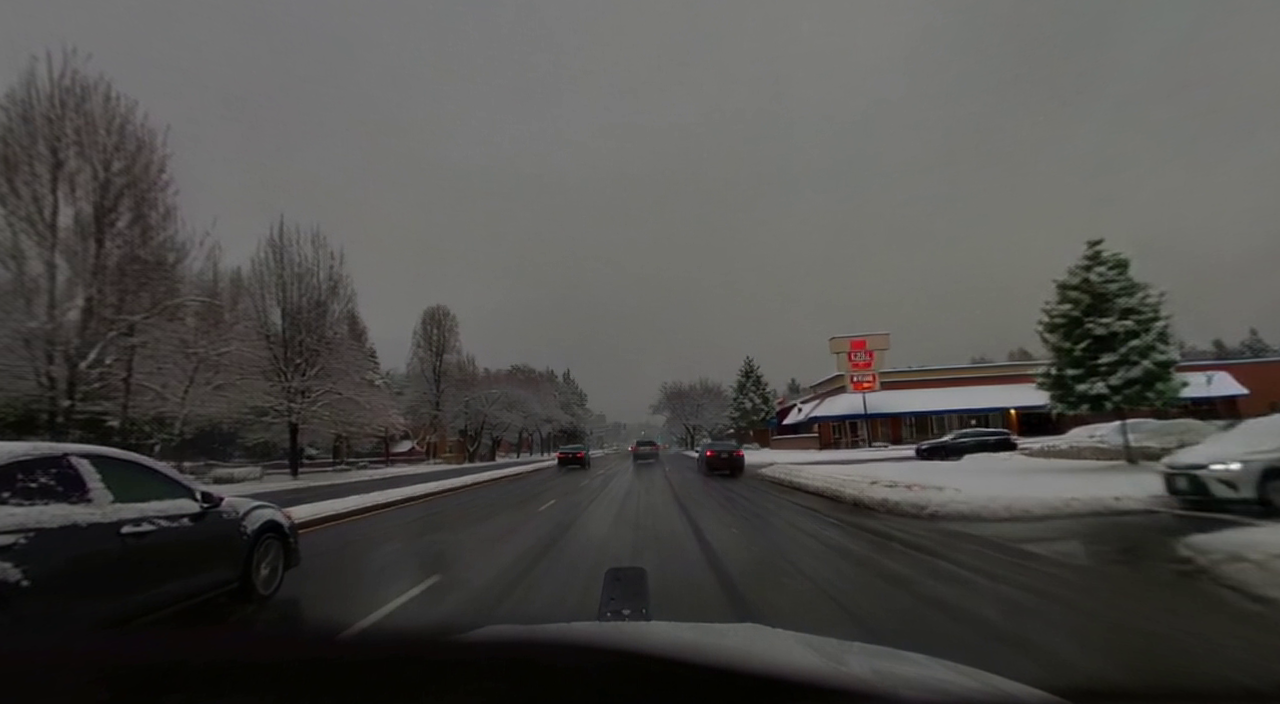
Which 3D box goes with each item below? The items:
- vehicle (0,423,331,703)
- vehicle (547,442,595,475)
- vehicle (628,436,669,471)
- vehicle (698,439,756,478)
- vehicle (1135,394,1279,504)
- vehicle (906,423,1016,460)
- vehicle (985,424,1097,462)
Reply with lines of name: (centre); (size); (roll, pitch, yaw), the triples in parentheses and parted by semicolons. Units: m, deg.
vehicle: (-4.022, 1.227, 3.940); (1.908, 1.481, 4.351); (0, -8, 1)
vehicle: (-3.636, 5.709, 33.958); (2.026, 1.665, 4.193); (0, -8, 1)
vehicle: (0.457, 5.841, 36.293); (2.193, 1.873, 4.033); (0, -8, 0)
vehicle: (3.694, 4.590, 27.397); (1.922, 1.579, 3.642); (0, -8, -1)
vehicle: (11.431, 1.575, 10.333); (4.808, 1.712, 2.061); (-5, -10, 29)
vehicle: (16.883, 4.790, 33.430); (1.945, 1.690, 4.833); (0, -9, -27)
vehicle: (16.448, 3.756, 26.106); (1.891, 1.440, 4.045); (0, -8, -1)
